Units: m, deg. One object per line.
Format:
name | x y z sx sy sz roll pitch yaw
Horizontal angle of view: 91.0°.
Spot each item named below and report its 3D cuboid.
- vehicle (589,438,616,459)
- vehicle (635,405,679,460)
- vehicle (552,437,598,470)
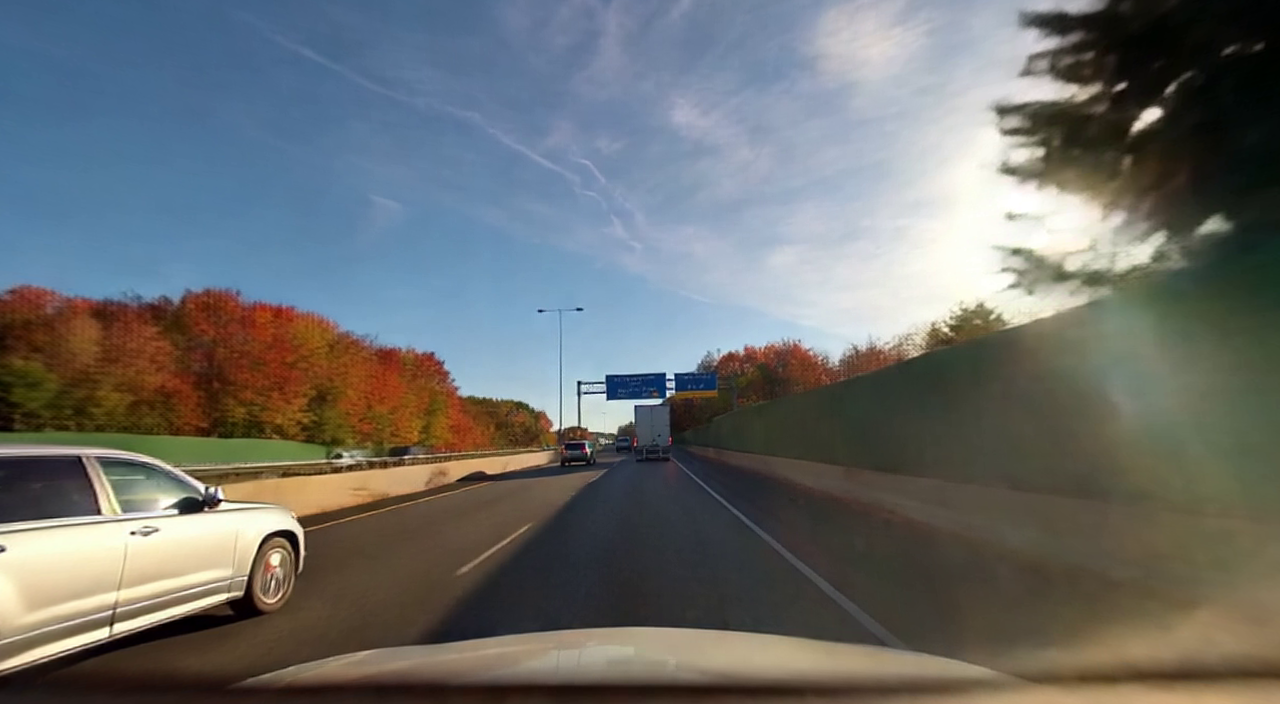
vehicle | -2.927 7.657 49.971 1.962 1.575 4.158 0 -8 0
vehicle | 1.254 6.181 47.859 2.933 3.701 10.425 0 -8 1
vehicle | -3.295 5.242 32.710 1.927 1.556 3.921 0 -8 0
